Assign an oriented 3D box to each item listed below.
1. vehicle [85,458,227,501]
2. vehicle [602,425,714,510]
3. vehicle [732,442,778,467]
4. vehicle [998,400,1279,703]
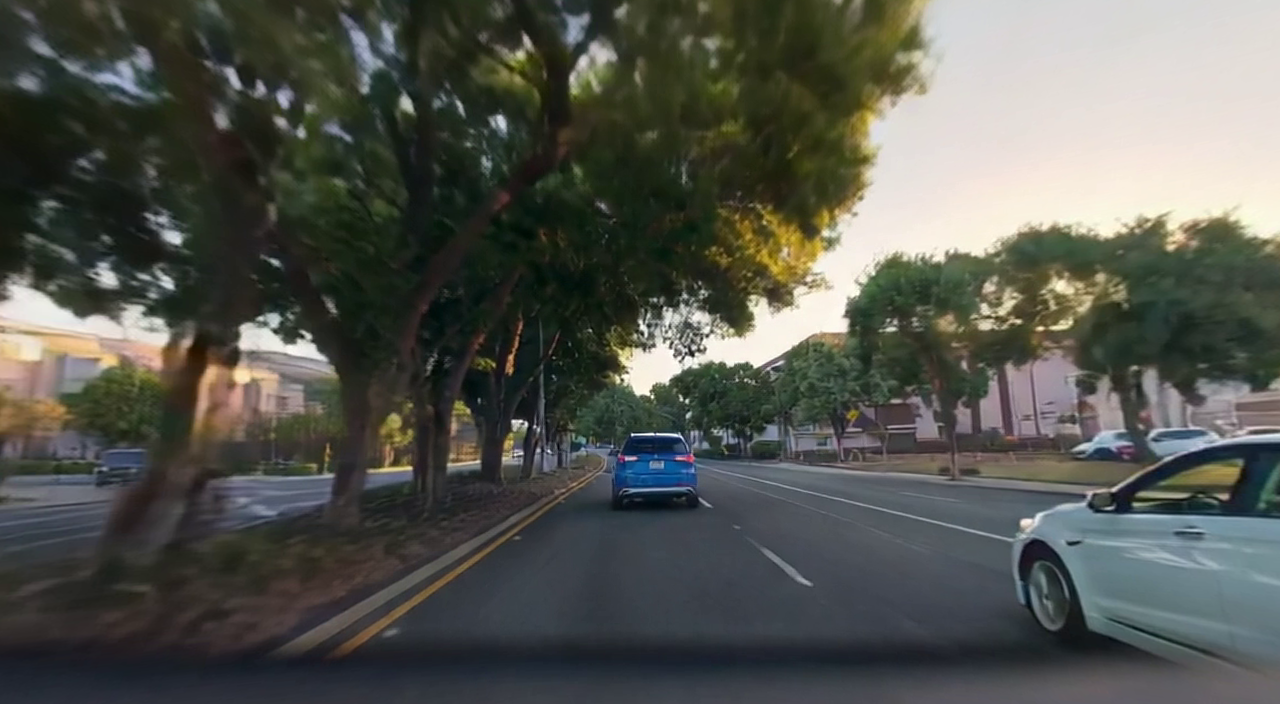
[{"bbox_3d":[-19.385,5.081,25.627,1.848,1.460,4.641,-1,-8,4],"label":"vehicle"},{"bbox_3d":[0.284,2.633,14.861,2.239,1.693,4.301,0,-8,-2],"label":"vehicle"},{"bbox_3d":[6.993,6.263,38.887,1.930,1.457,4.267,0,-8,-2],"label":"vehicle"},{"bbox_3d":[3.827,0.934,2.682,1.941,1.472,4.570,0,-8,0],"label":"vehicle"}]
